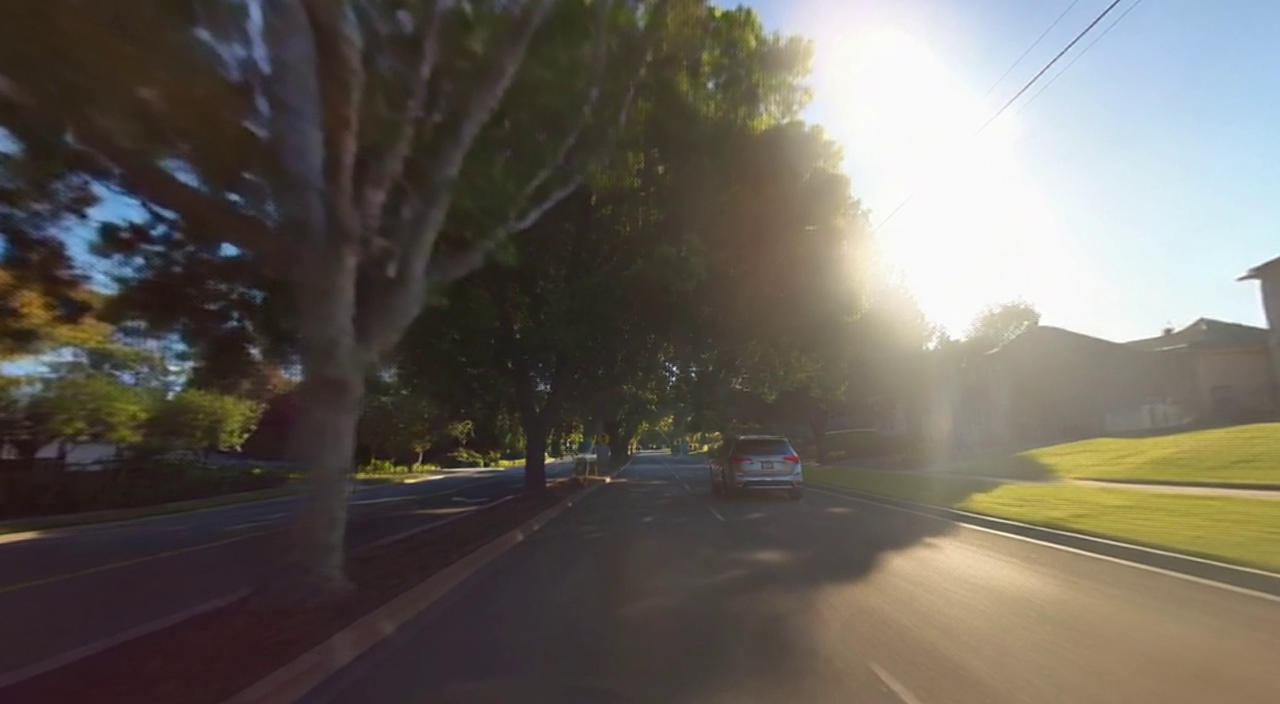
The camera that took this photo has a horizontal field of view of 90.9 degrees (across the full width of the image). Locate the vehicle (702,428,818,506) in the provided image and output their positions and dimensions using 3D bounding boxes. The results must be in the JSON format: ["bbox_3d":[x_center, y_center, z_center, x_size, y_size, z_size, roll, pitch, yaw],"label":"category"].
[{"bbox_3d":[2.986,3.022,16.874,2.180,1.773,4.639,0,-9,0],"label":"vehicle"}]
